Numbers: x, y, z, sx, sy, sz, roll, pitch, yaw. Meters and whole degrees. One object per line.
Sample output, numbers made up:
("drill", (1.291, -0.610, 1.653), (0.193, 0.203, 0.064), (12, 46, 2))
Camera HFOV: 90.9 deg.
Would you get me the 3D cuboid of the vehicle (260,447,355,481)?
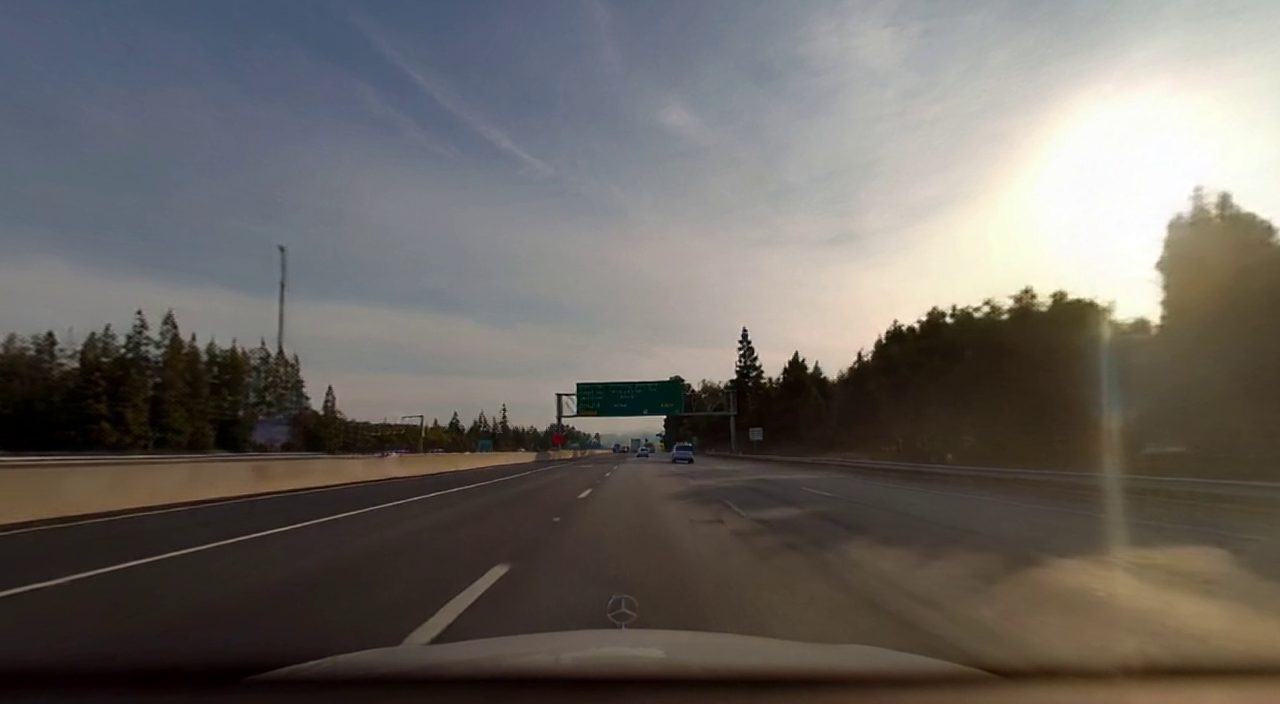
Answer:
("vehicle", (-15.493, 5.223, 29.668), (1.903, 1.486, 4.666), (0, -9, 0))
